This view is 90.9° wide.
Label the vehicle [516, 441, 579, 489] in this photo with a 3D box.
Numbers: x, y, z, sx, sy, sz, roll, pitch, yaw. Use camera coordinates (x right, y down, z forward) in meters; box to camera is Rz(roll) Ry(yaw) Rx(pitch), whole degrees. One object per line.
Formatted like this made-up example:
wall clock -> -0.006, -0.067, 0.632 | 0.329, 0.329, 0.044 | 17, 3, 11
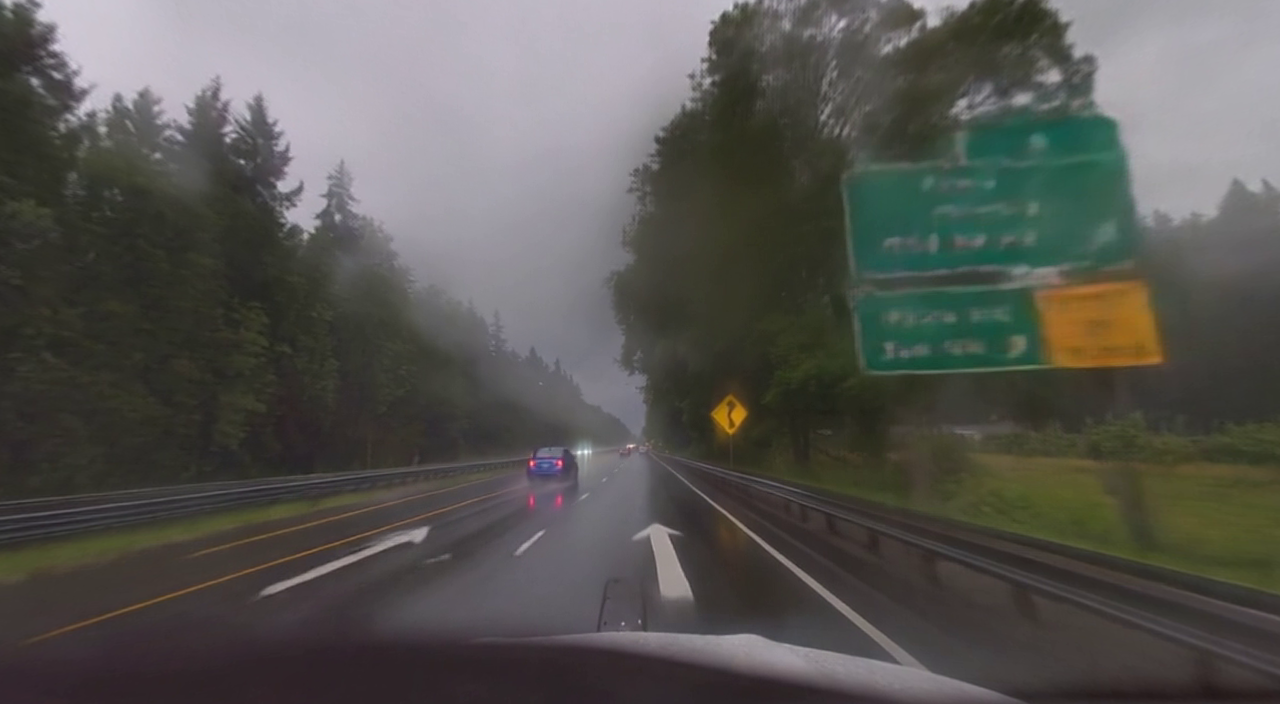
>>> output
vehicle -> -3.204, 3.977, 22.461 | 1.675, 1.537, 3.574 | -1, -9, 1
